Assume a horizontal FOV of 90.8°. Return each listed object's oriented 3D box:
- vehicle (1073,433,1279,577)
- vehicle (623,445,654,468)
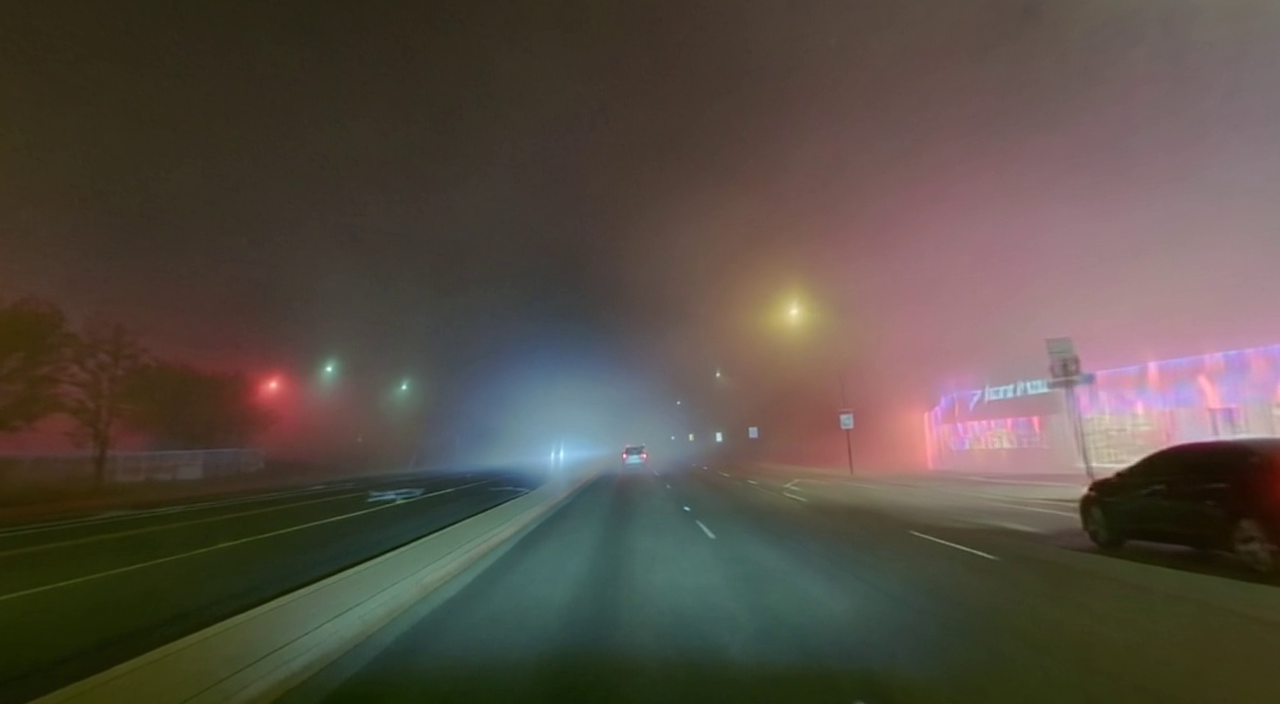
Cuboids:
[{"bbox_3d":[7.543,1.740,7.604,1.849,1.464,4.119,0,-8,2],"label":"vehicle"},{"bbox_3d":[-0.144,7.100,43.117,2.027,1.494,3.942,0,-8,-1],"label":"vehicle"}]
